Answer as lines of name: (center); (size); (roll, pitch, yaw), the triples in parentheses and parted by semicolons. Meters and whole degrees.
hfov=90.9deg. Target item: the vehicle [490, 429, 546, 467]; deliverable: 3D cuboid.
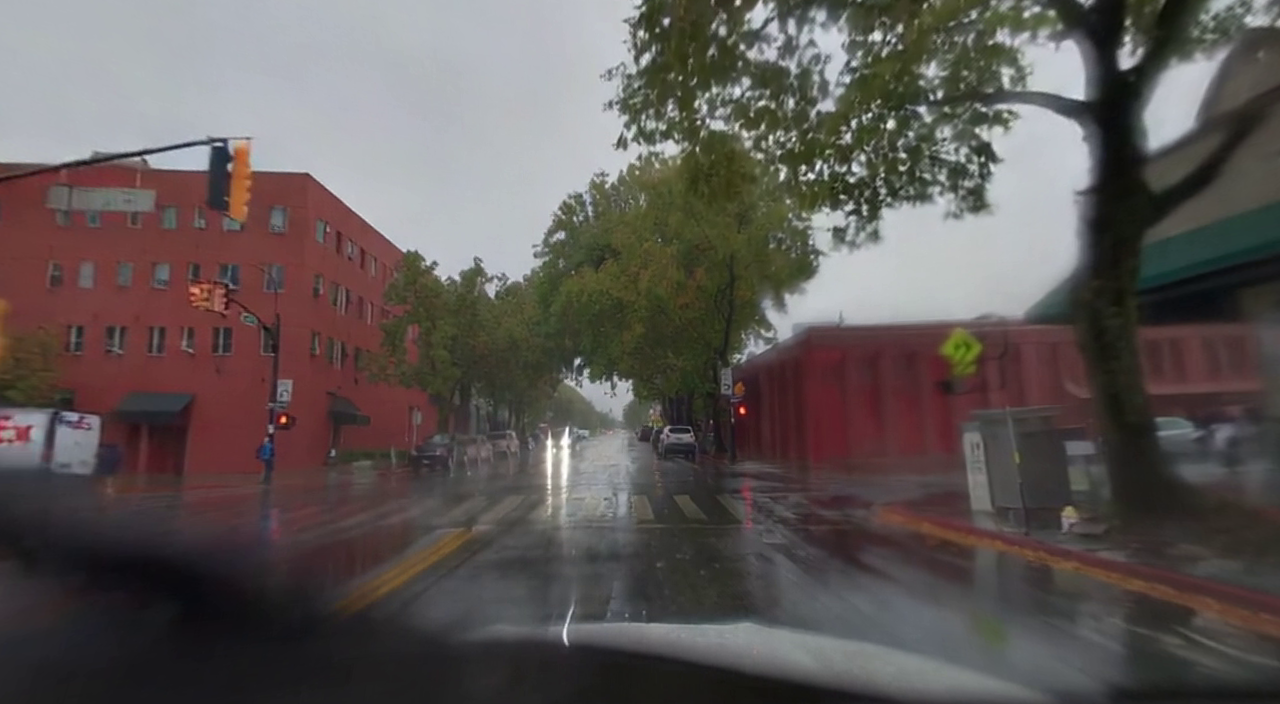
vehicle: (-6.470, 5.152, 33.976); (2.242, 1.887, 4.924); (0, -8, -3)

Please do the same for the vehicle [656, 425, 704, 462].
vehicle: (2.470, 5.847, 40.478); (2.557, 2.188, 5.164); (0, -8, -3)

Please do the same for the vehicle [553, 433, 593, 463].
vehicle: (-3.795, 5.523, 36.423); (2.033, 1.596, 4.142); (0, -8, -3)

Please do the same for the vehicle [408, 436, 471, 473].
vehicle: (-10.386, 5.307, 32.977); (2.216, 1.804, 4.526); (1, -8, -6)

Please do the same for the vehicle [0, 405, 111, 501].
vehicle: (-25.946, 3.801, 23.528); (9.465, 3.299, 3.029); (-1, -6, -3)
